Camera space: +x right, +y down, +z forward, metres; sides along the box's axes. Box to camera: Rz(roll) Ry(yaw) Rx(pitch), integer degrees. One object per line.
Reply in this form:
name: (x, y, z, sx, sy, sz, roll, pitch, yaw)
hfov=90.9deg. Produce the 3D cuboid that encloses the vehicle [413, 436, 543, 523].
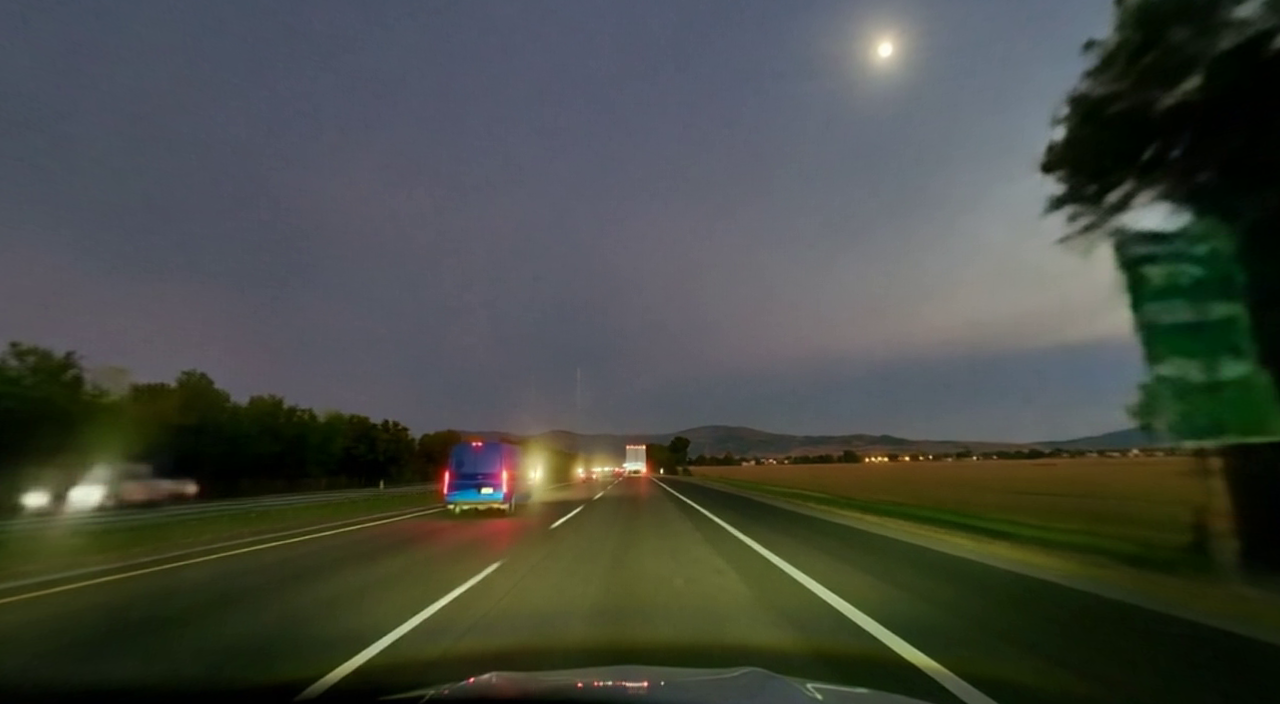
vehicle: (-4.125, 3.391, 17.033, 2.208, 1.973, 4.716, 1, -10, 0)
